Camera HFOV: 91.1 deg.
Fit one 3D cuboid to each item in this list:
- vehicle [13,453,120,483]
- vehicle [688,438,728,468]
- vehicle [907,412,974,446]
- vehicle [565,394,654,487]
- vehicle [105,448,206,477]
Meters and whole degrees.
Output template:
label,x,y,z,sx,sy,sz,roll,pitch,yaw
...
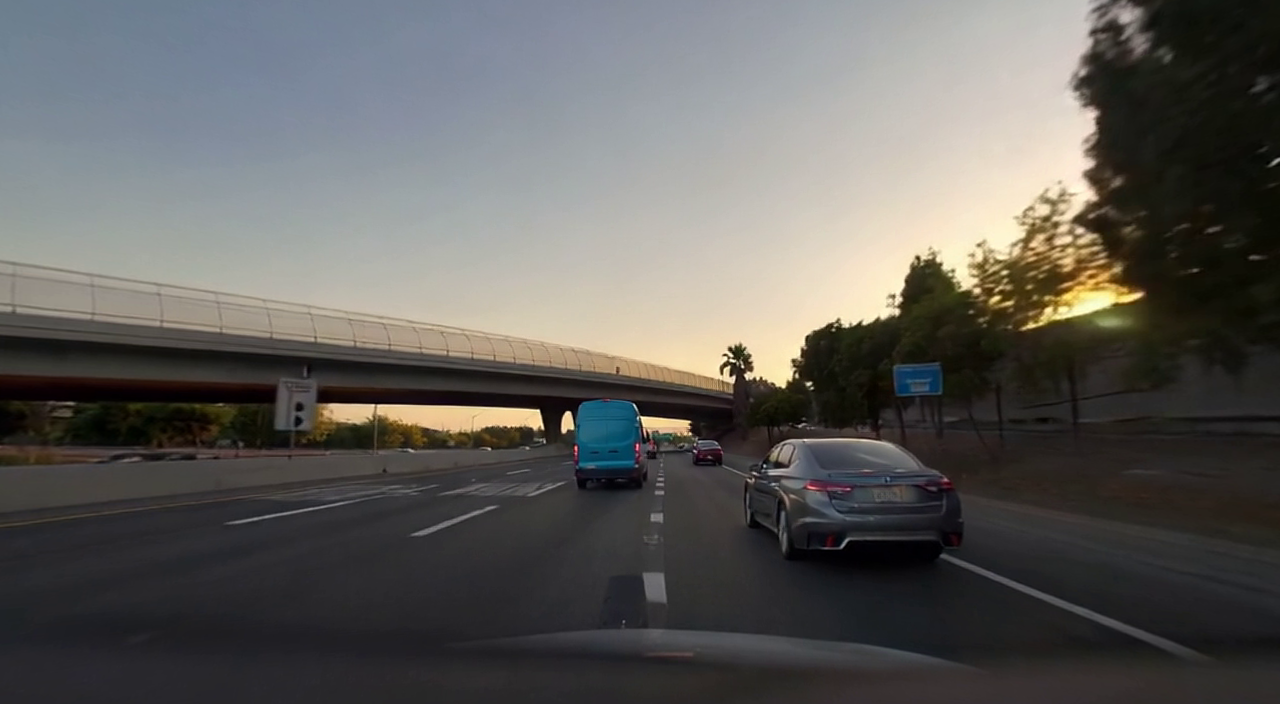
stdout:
label,x,y,z,sx,sy,sz,roll,pitch,yaw
vehicle,-32.992,6.645,36.322,1.835,1.559,4.456,0,-9,3
vehicle,3.911,5.877,36.674,1.987,1.648,3.984,0,-8,2
vehicle,21.516,5.620,45.250,2.445,2.240,5.659,-1,-8,5
vehicle,-0.866,3.088,21.871,2.476,2.776,5.598,0,-8,3
vehicle,-28.678,6.524,37.415,2.009,1.600,4.743,-1,-9,4
